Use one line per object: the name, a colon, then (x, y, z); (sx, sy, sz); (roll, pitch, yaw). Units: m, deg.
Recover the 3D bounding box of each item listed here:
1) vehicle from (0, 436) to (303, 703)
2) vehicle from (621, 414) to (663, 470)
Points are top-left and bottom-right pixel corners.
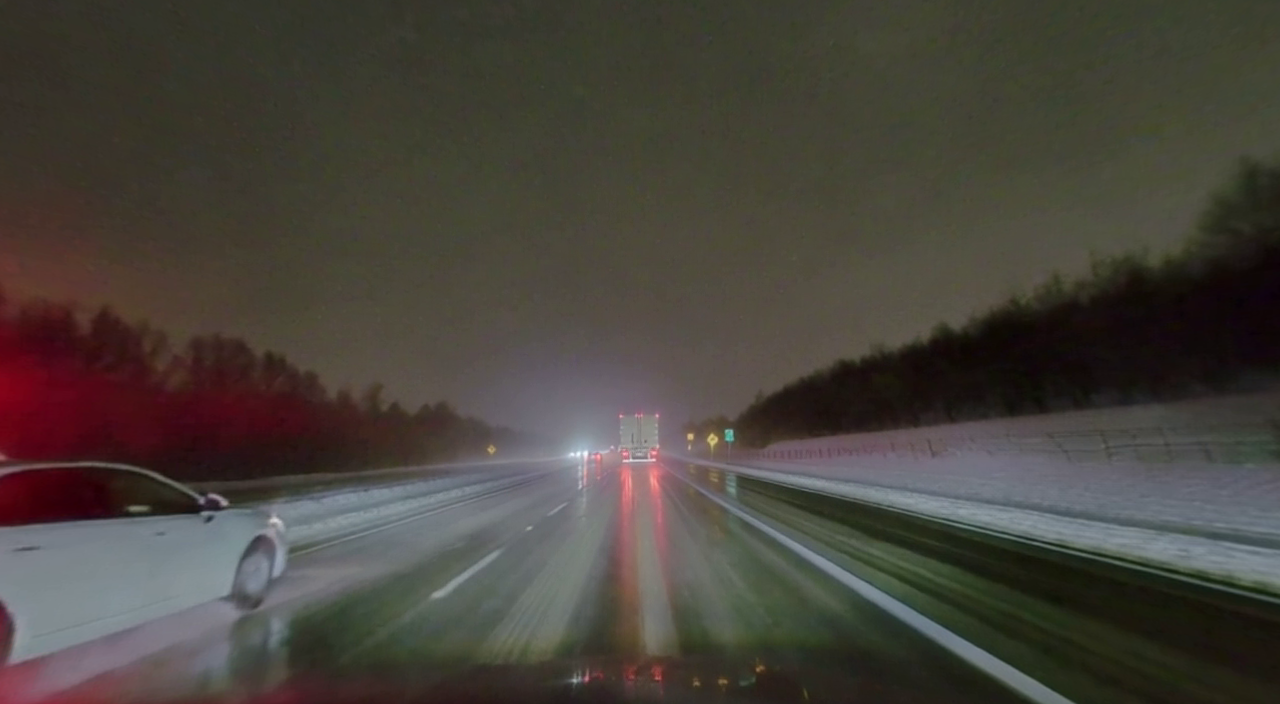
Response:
vehicle: (-4.053, 1.244, 3.704); (1.839, 1.451, 4.097); (-1, -9, 1)
vehicle: (0.024, 6.936, 48.247); (2.864, 3.805, 9.500); (0, -9, -2)
